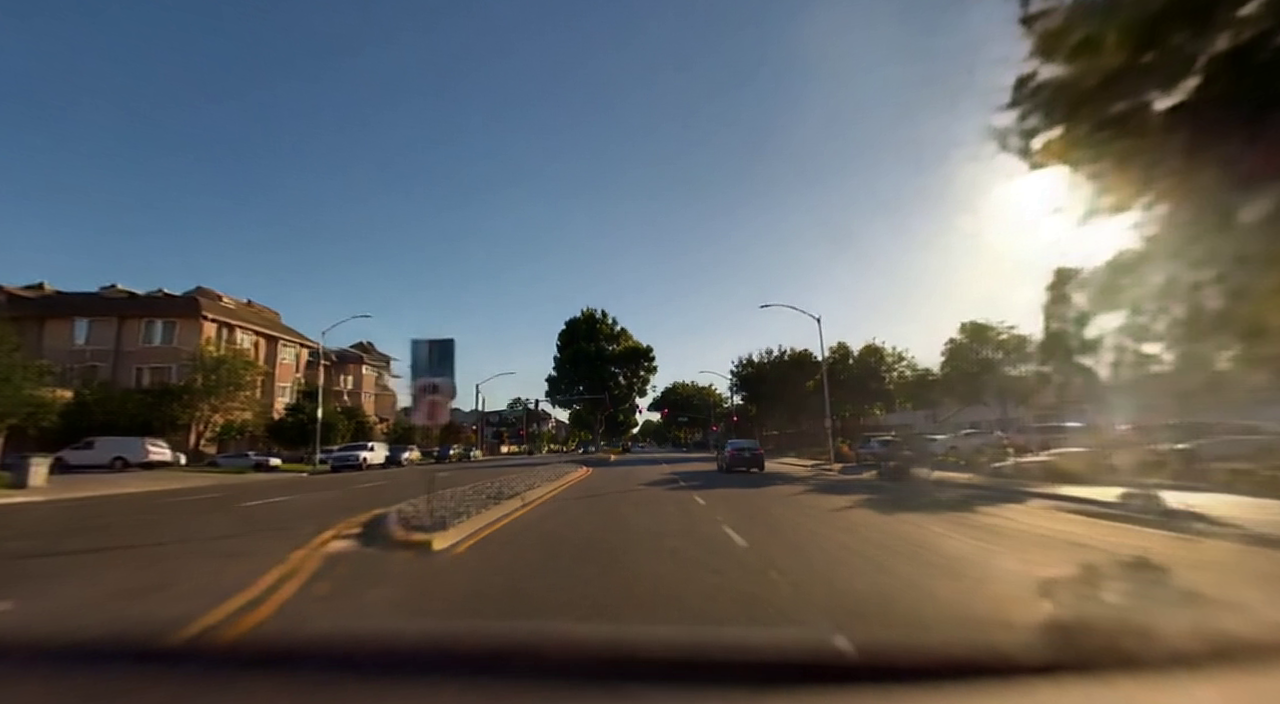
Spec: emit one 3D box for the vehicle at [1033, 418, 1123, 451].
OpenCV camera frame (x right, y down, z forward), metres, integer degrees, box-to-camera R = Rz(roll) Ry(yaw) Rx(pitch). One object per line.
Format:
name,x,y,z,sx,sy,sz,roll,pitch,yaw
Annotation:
vehicle,24.000,4.593,34.727,1.888,1.678,4.074,0,-8,-3

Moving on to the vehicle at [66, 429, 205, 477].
vehicle,-28.070,5.621,35.175,5.877,2.508,2.394,-1,-9,7

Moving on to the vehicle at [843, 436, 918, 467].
vehicle,12.805,5.324,33.855,2.079,1.541,4.801,0,-8,0

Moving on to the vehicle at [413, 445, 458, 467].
vehicle,-15.031,7.654,46.479,1.917,1.577,3.995,0,-8,1

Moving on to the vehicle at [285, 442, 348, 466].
vehicle,-24.435,7.706,47.750,2.039,1.653,4.603,-1,-8,5

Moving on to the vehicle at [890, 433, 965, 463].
vehicle,15.752,5.312,34.756,1.899,1.517,4.378,0,-9,-3

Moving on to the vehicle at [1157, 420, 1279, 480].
vehicle,17.696,2.747,17.995,1.957,1.501,4.308,-2,-7,-3

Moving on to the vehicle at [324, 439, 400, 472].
vehicle,-18.567,6.914,42.498,2.390,1.995,5.895,0,-8,0

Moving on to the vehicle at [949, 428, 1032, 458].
vehicle,19.037,4.990,34.447,1.882,1.537,4.418,0,-8,-2

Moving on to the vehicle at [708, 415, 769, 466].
vehicle,6.576,6.085,43.113,2.802,3.208,7.459,0,-8,-1

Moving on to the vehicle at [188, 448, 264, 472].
vehicle,-26.412,6.887,40.391,1.847,1.464,4.374,0,-8,1
